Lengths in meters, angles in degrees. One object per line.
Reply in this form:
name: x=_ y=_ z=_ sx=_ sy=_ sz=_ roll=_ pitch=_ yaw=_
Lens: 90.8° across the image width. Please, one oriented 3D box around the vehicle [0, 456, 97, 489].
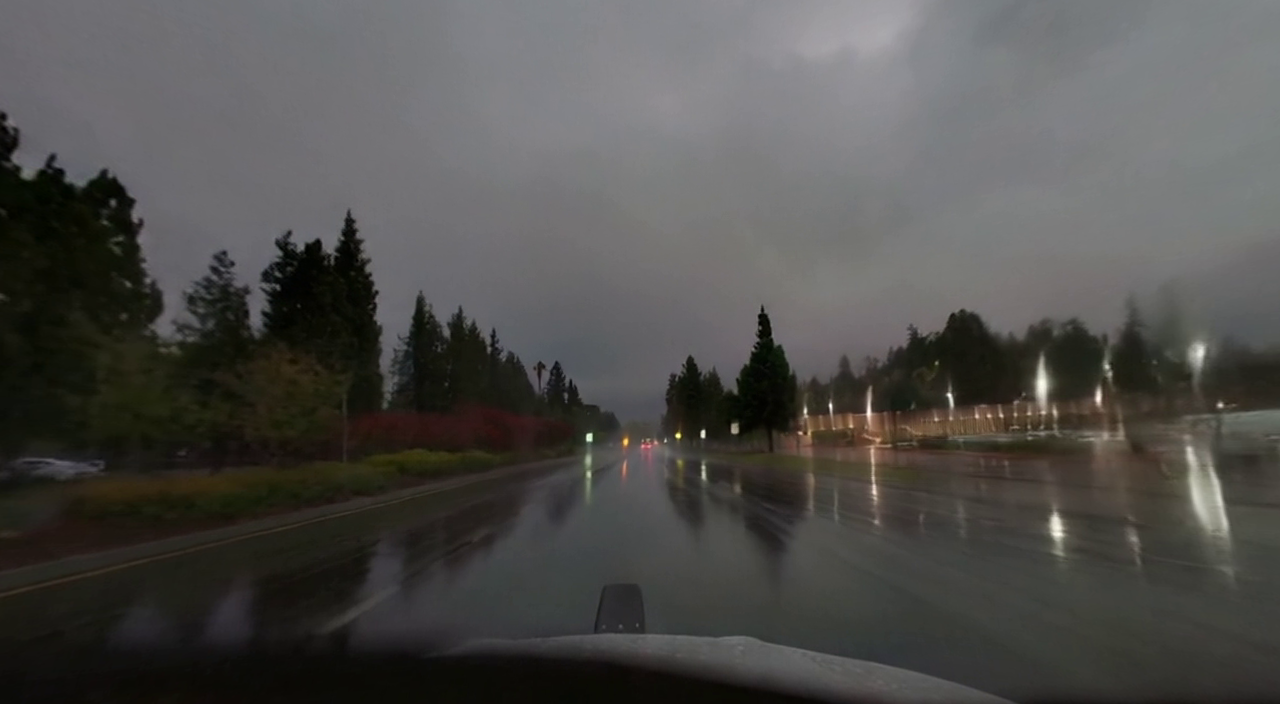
vehicle: x=-32.884 y=6.597 z=34.839 sx=1.994 sy=1.599 sz=4.308 roll=-2 pitch=-9 yaw=0
